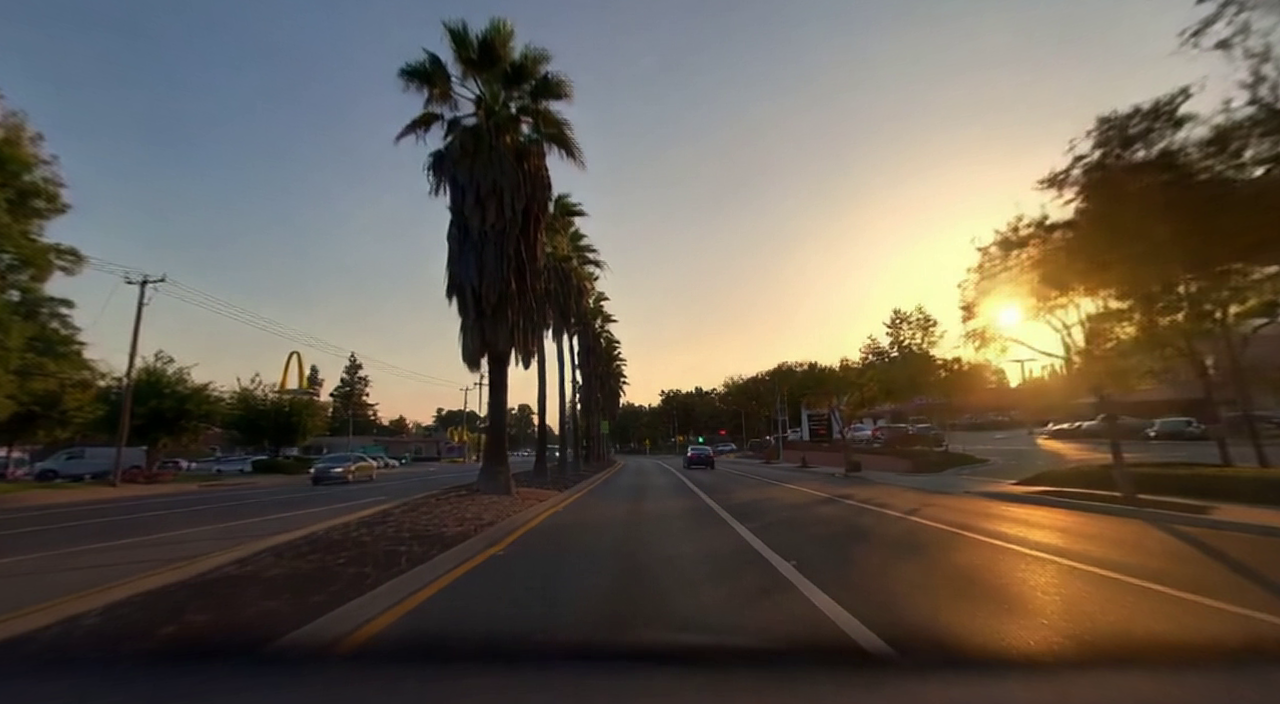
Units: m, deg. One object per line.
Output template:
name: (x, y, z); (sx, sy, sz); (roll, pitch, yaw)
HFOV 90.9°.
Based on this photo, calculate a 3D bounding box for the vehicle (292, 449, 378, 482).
vehicle: (-16.786, 6.223, 35.060); (2.167, 1.622, 5.184); (0, -8, 0)

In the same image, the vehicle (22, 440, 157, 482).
vehicle: (-32.675, 6.661, 37.831); (2.415, 2.234, 6.082); (-2, -12, 2)

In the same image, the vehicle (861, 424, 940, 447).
vehicle: (18.906, 6.095, 45.957); (4.649, 1.662, 2.349); (0, -8, 1)
